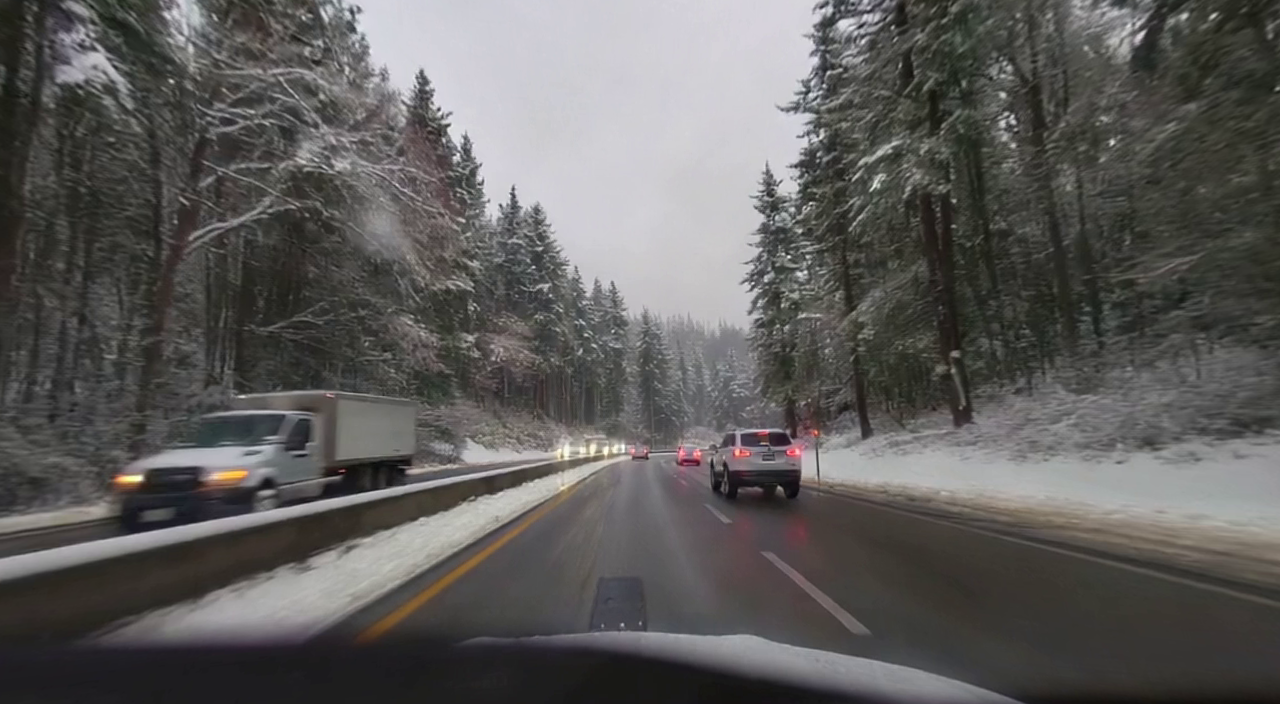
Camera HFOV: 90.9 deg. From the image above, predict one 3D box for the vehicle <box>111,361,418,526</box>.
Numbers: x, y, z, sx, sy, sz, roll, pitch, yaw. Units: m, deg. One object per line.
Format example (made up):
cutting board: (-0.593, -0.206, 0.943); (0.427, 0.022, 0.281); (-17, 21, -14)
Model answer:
vehicle: (-8.627, 2.323, 16.163); (2.794, 3.157, 7.953); (0, -8, 1)

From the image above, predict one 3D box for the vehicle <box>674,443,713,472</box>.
vehicle: (3.399, 6.797, 40.868); (2.112, 1.708, 4.380); (0, -8, 0)

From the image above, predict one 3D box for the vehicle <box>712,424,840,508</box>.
vehicle: (3.397, 2.970, 16.929); (2.270, 1.897, 4.822); (0, -8, -1)
